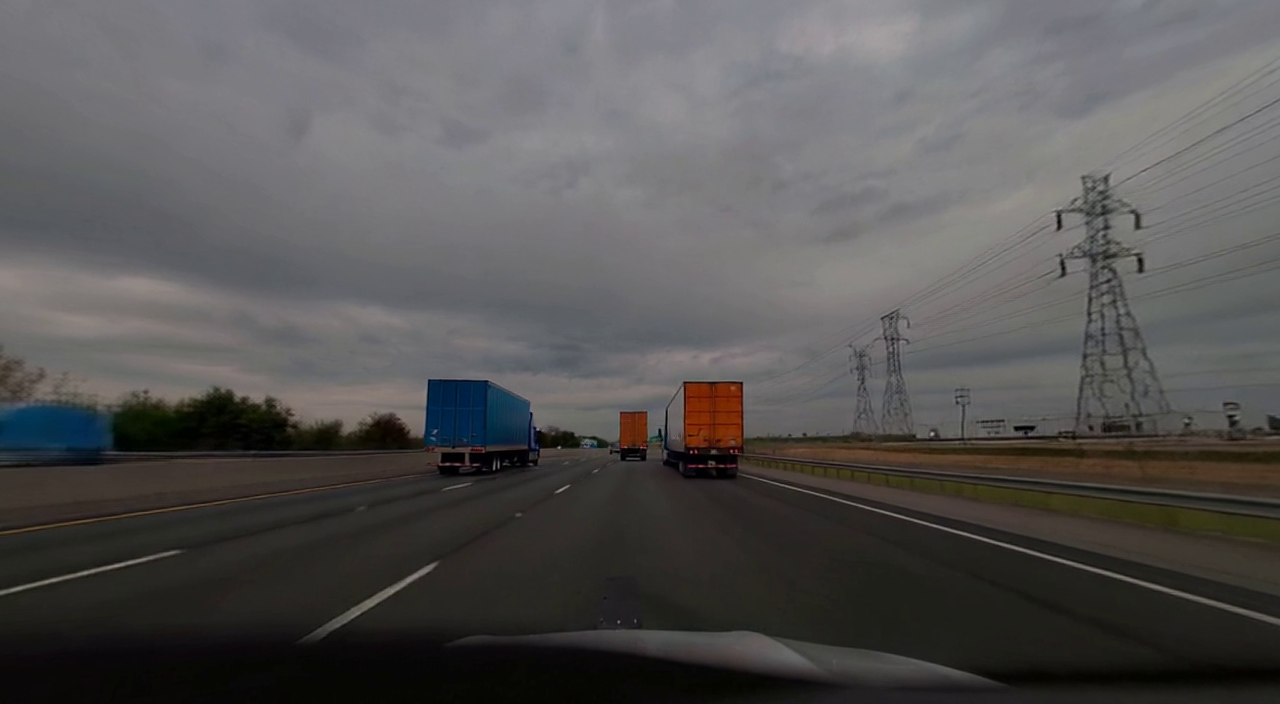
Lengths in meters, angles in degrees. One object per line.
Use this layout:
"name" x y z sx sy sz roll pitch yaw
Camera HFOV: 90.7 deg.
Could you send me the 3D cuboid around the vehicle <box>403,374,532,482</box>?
"vehicle" -7.357 3.640 29.190 2.937 3.981 11.119 -1 -9 -1
